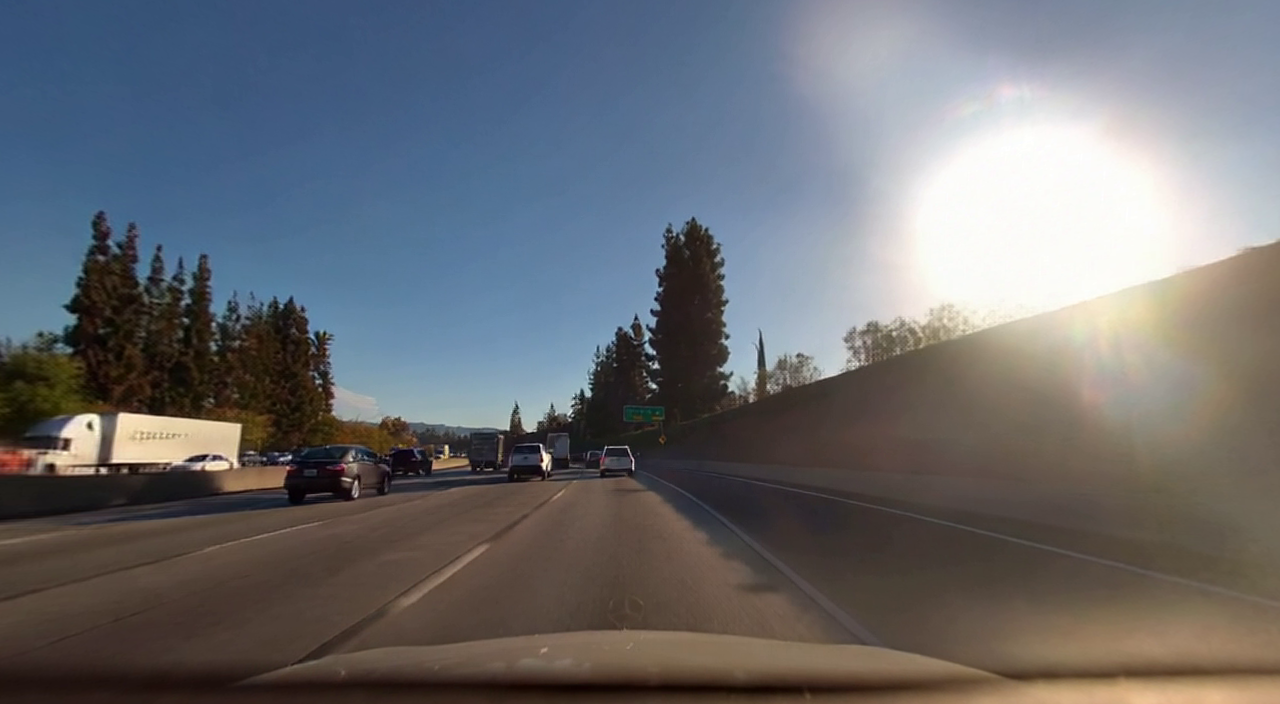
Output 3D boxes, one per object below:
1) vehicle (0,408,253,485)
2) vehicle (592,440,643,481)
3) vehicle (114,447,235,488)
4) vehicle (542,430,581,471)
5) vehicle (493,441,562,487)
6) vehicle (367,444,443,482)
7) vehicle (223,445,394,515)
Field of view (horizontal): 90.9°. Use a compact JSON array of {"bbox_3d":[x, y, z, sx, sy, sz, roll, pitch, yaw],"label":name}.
[{"bbox_3d":[-24.305,4.627,31.129,3.003,2.982,12.570,0,-8,-3],"label":"vehicle"},{"bbox_3d":[-1.026,4.753,28.026,2.092,1.671,3.772,0,-8,-3],"label":"vehicle"},{"bbox_3d":[-20.134,4.972,27.575,1.934,1.609,4.619,0,-8,-3],"label":"vehicle"},{"bbox_3d":[-5.530,7.017,45.102,2.279,2.672,5.256,0,-8,-2],"label":"vehicle"},{"bbox_3d":[-4.307,4.320,24.737,2.005,1.631,4.295,0,-8,-1],"label":"vehicle"},{"bbox_3d":[-11.998,5.674,32.650,2.079,1.807,5.187,0,-8,-2],"label":"vehicle"},{"bbox_3d":[-7.998,3.074,15.791,1.896,1.465,4.399,0,-8,0],"label":"vehicle"}]
